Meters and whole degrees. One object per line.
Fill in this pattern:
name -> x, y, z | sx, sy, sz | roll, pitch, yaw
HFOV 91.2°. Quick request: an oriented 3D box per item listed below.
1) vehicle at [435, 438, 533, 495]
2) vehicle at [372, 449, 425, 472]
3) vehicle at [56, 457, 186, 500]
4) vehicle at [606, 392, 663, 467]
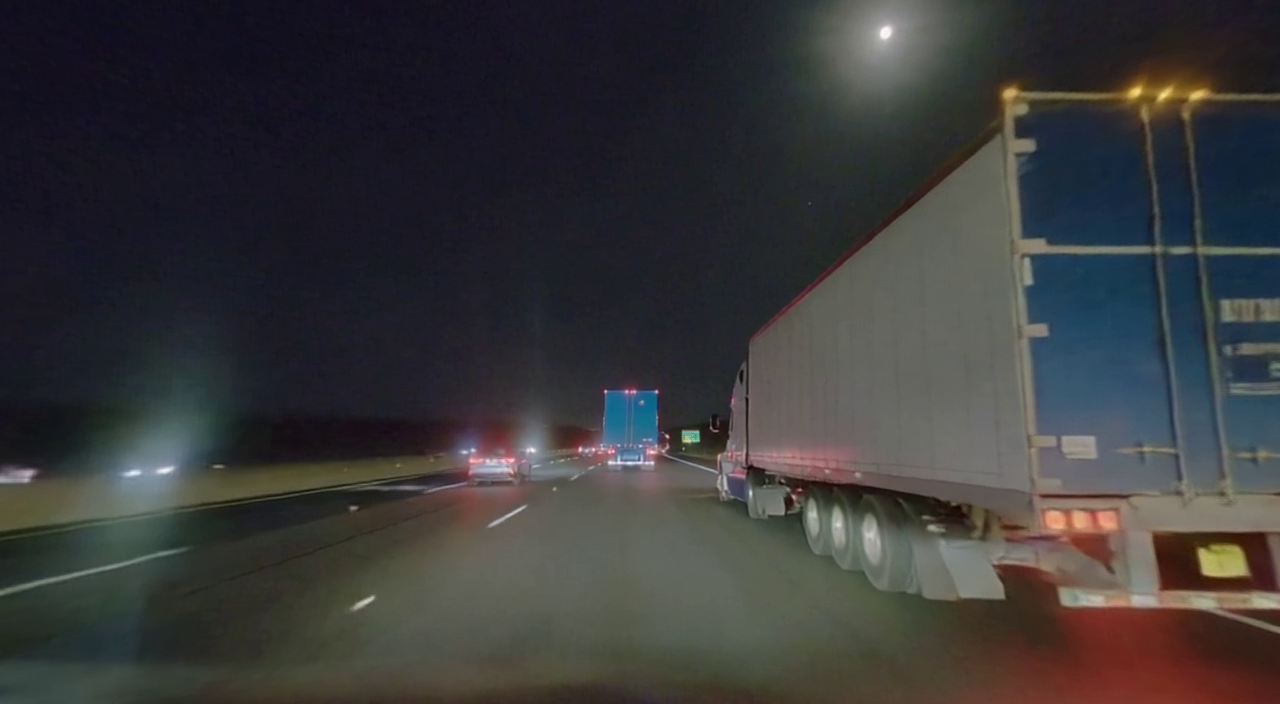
vehicle -> -4.442, 3.320, 18.506 | 1.895, 1.500, 3.808 | 0, -9, 0
vehicle -> -17.308, 7.746, 45.144 | 1.958, 1.524, 4.592 | 0, -9, 1
vehicle -> -20.626, 5.019, 25.153 | 1.822, 1.486, 3.965 | 0, -9, 0
vehicle -> -0.341, 5.117, 40.226 | 3.123, 4.094, 10.812 | 0, -9, 0
